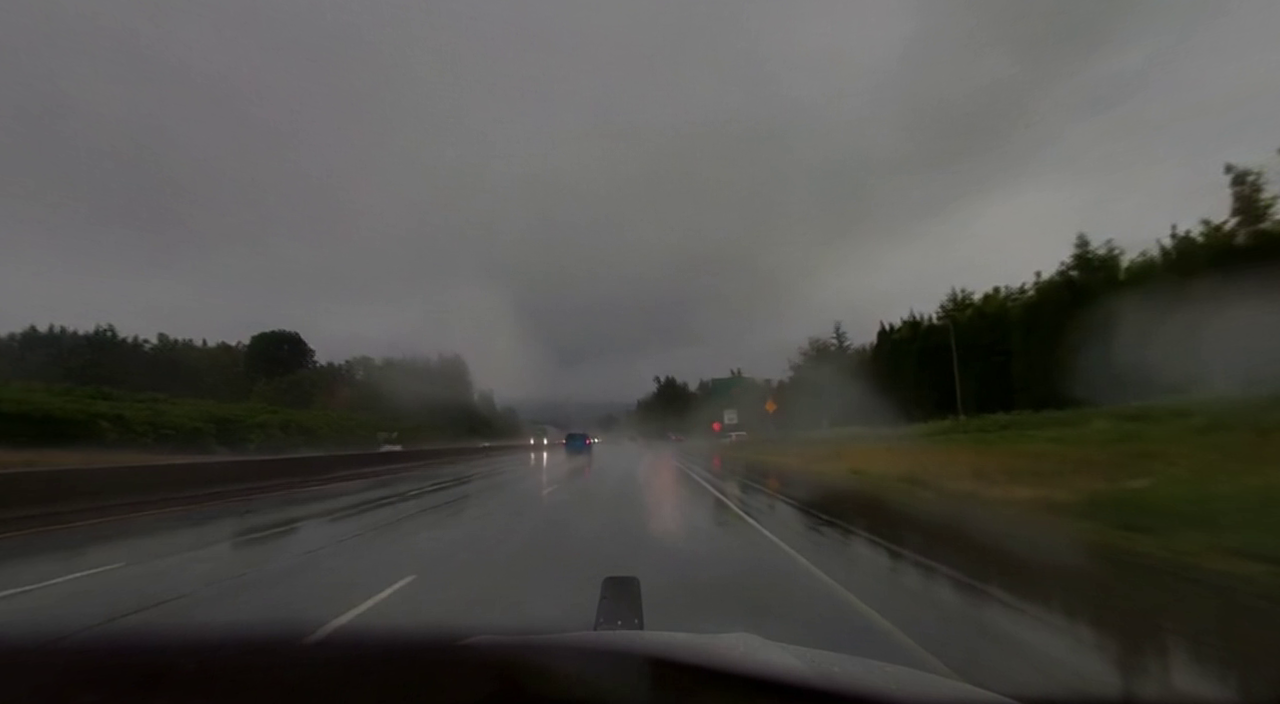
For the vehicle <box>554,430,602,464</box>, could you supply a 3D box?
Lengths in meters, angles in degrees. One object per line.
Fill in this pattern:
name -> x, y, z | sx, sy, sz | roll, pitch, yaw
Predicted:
vehicle -> -3.274, 5.109, 33.867 | 2.125, 1.662, 4.336 | 0, -8, 0
